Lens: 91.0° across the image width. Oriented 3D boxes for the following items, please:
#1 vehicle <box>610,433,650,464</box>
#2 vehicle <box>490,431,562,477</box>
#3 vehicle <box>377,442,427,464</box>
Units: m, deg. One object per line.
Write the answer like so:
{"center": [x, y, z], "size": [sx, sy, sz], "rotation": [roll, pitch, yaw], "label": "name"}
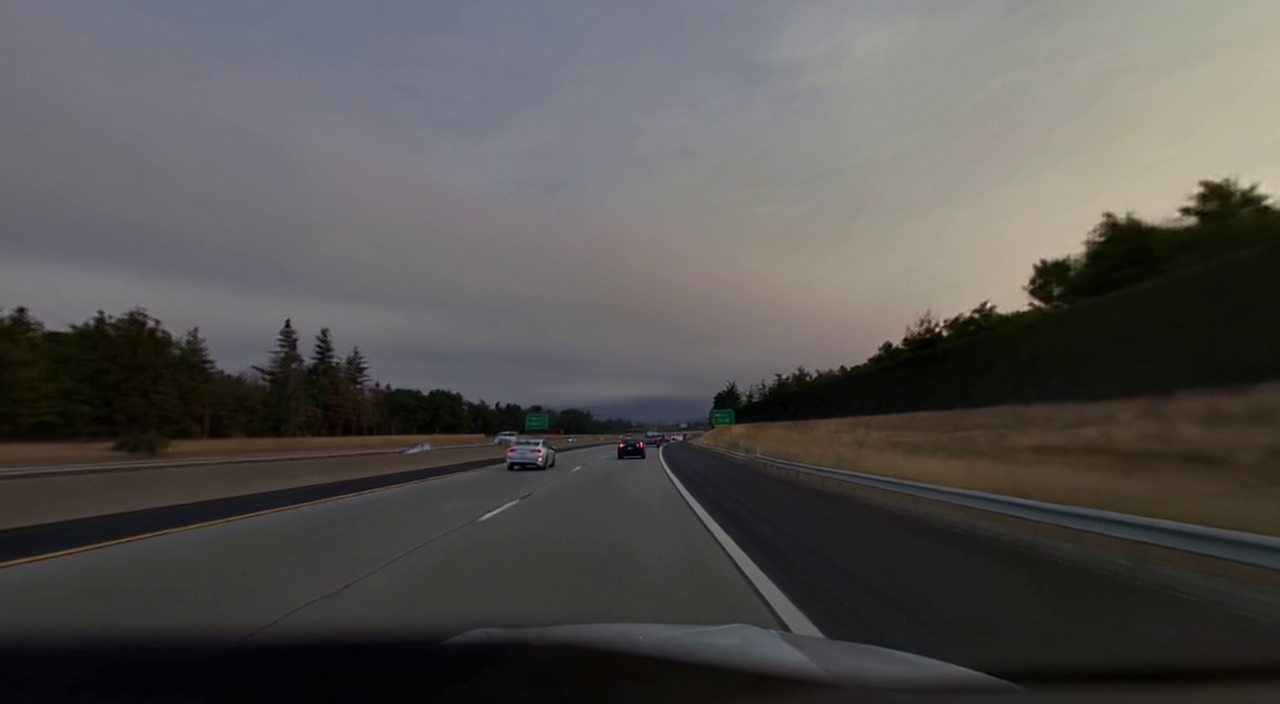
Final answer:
{"center": [-0.558, 5.487, 36.058], "size": [2.146, 1.636, 4.026], "rotation": [-1, -8, 0], "label": "vehicle"}
{"center": [-4.542, 4.140, 25.784], "size": [2.075, 1.653, 4.317], "rotation": [-1, -8, 2], "label": "vehicle"}
{"center": [-16.623, 7.053, 44.130], "size": [1.803, 1.451, 4.112], "rotation": [-1, -8, 2], "label": "vehicle"}
